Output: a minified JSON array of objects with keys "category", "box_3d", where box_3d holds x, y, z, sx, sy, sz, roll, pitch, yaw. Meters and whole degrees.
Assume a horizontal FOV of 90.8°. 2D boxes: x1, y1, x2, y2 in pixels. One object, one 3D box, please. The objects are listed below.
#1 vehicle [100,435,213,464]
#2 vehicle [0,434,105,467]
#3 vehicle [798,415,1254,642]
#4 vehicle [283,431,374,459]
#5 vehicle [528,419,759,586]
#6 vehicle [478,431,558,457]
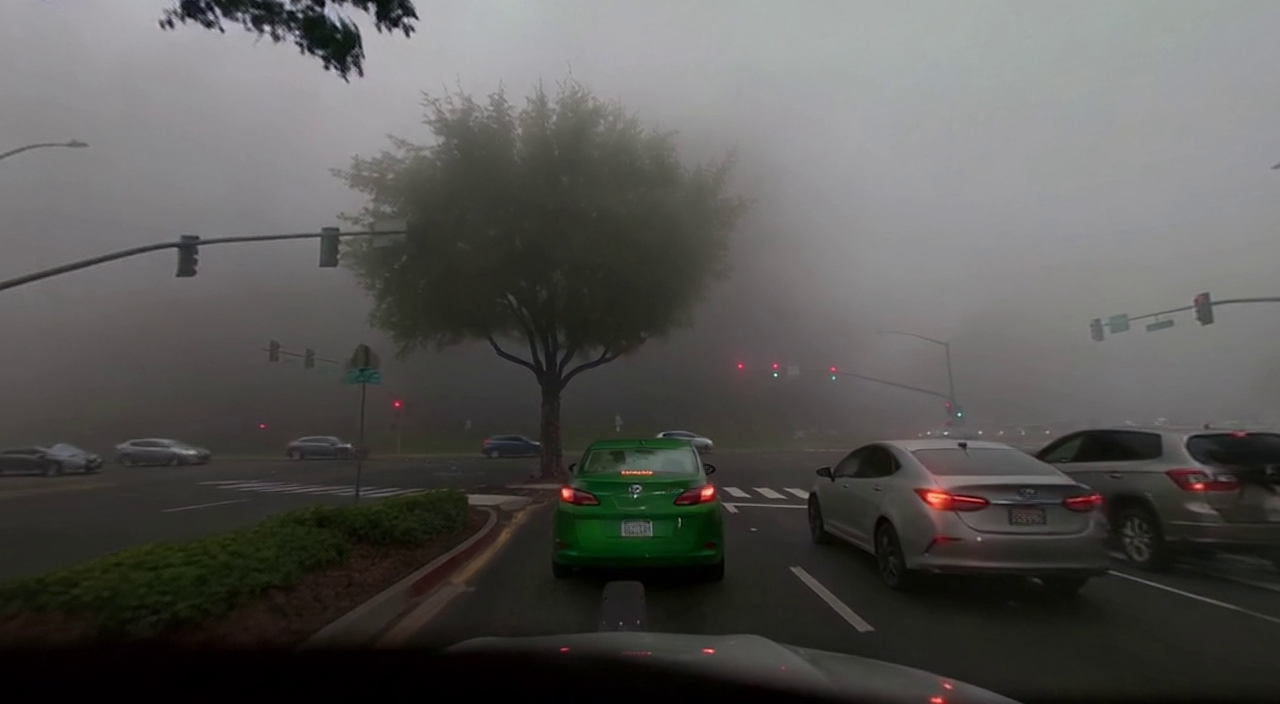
[{"category":"vehicle","box_3d":[-26.928,5.440,35.292,4.869,1.502,1.979,-1,-9,6]},{"category":"vehicle","box_3d":[-30.497,5.050,32.409,4.517,1.637,1.935,-1,-9,7]},{"category":"vehicle","box_3d":[3.094,1.488,6.403,1.861,1.479,4.371,0,-8,0]},{"category":"vehicle","box_3d":[-19.015,5.706,38.741,4.526,1.649,1.920,0,-9,-1]},{"category":"vehicle","box_3d":[0.034,1.639,7.715,2.026,1.458,4.175,0,-9,0]},{"category":"vehicle","box_3d":[-7.673,5.806,39.650,4.670,1.542,1.861,3,-9,-18]}]
